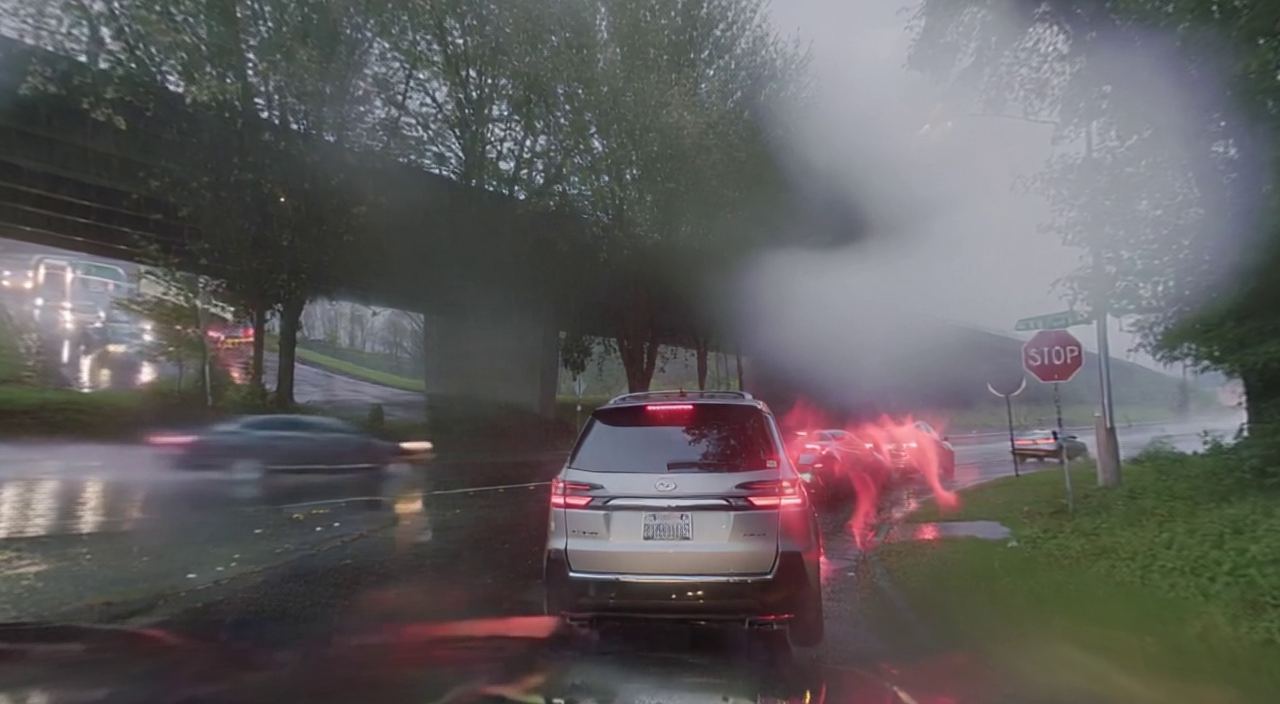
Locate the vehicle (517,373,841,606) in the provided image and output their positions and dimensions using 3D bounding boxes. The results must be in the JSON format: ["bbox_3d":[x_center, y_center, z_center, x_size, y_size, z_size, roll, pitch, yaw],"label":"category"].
[{"bbox_3d":[0.310,1.388,7.137,2.494,1.804,4.336,0,-9,0],"label":"vehicle"}]

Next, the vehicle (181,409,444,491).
[{"bbox_3d":[-7.477,2.293,14.861,5.060,1.648,2.038,5,-10,-28],"label":"vehicle"}]
